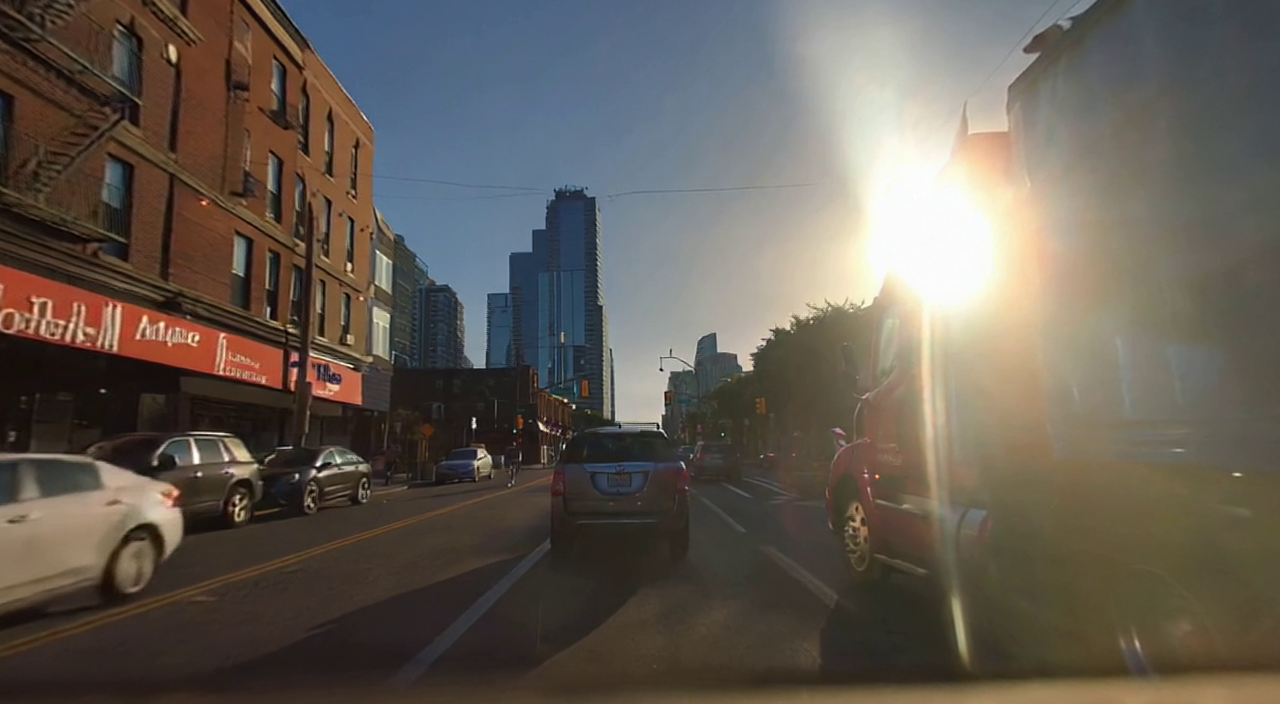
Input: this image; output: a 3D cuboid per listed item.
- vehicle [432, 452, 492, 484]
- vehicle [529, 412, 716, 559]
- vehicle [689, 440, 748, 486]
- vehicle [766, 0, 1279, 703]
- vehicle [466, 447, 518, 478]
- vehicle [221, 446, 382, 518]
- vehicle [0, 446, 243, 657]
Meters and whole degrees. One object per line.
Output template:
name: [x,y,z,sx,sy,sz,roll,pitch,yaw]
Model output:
vehicle: [-8.720,5.700,31.338,1.805,1.379,4.359,0,-8,-1]
vehicle: [-0.217,1.970,10.073,2.283,1.783,4.548,0,-8,0]
vehicle: [3.156,4.537,26.164,2.159,1.696,4.316,-1,-8,4]
vehicle: [2.913,-0.030,2.197,2.913,3.771,9.716,0,-8,0]
vehicle: [-8.700,6.532,37.534,2.084,1.686,4.422,0,-8,-1]
vehicle: [-8.842,3.375,17.043,1.896,1.652,4.269,0,-8,1]
vehicle: [-5.532,1.494,4.962,1.997,1.467,4.373,0,-8,0]
